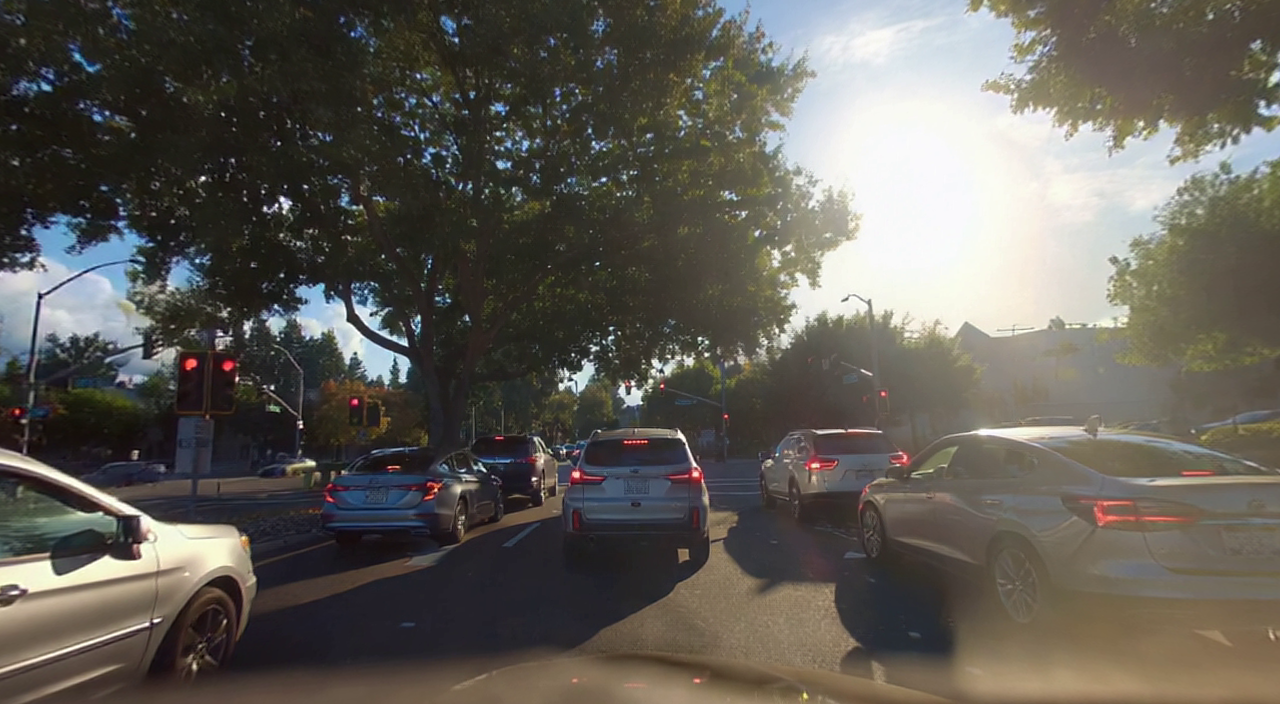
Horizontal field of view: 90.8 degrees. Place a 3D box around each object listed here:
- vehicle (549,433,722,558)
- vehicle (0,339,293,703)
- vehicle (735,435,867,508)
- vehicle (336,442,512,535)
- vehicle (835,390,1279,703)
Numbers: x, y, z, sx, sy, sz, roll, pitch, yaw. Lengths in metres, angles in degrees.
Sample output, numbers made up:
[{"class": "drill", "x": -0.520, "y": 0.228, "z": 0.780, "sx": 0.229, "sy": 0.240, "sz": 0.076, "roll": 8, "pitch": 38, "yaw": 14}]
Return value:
[{"class": "vehicle", "x": -0.073, "y": 2.009, "z": 9.602, "sx": 2.061, "sy": 1.470, "sz": 3.970, "roll": 0, "pitch": -8, "yaw": 0}, {"class": "vehicle", "x": -3.665, "y": 0.831, "z": 2.538, "sx": 2.047, "sy": 1.764, "sz": 4.369, "roll": 0, "pitch": -8, "yaw": 0}, {"class": "vehicle", "x": 3.649, "y": 2.778, "z": 15.242, "sx": 1.922, "sy": 1.472, "sz": 4.440, "roll": 0, "pitch": -8, "yaw": -1}, {"class": "vehicle", "x": -3.911, "y": 2.505, "z": 12.336, "sx": 1.919, "sy": 1.459, "sz": 4.371, "roll": 0, "pitch": -8, "yaw": 0}, {"class": "vehicle", "x": 3.388, "y": 1.305, "z": 5.415, "sx": 1.933, "sy": 1.564, "sz": 4.600, "roll": 0, "pitch": -8, "yaw": 0}]
